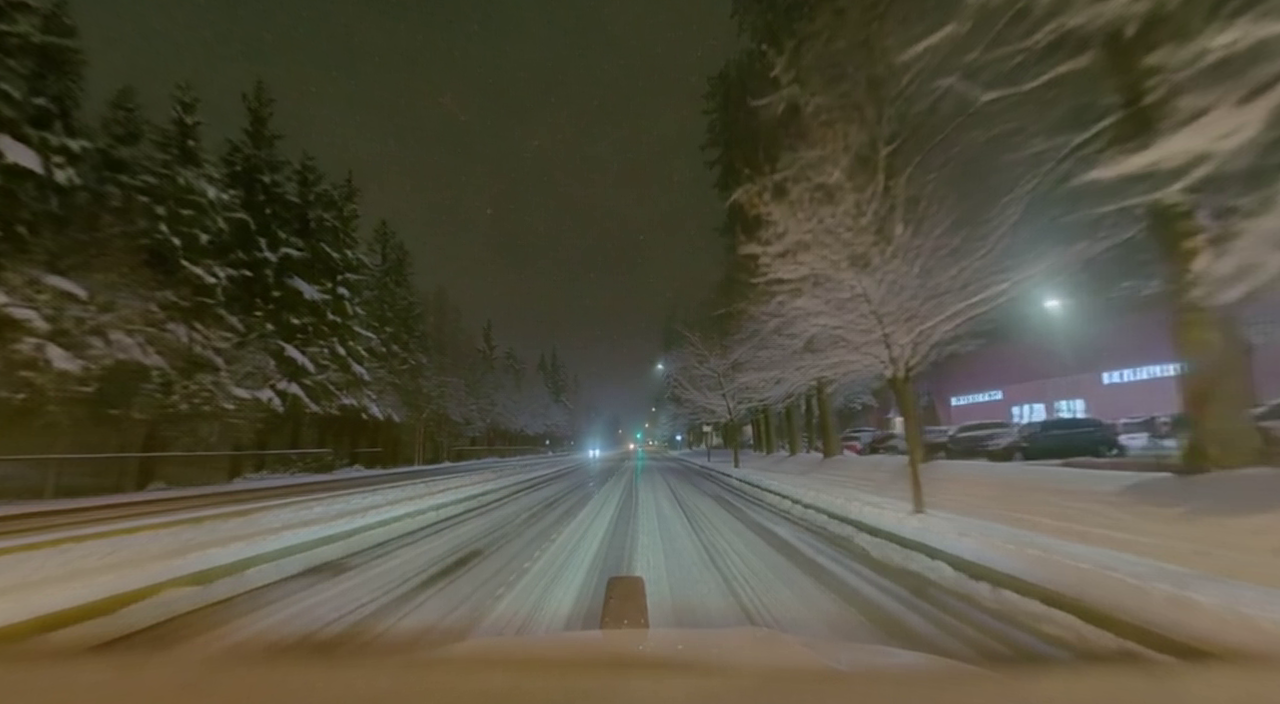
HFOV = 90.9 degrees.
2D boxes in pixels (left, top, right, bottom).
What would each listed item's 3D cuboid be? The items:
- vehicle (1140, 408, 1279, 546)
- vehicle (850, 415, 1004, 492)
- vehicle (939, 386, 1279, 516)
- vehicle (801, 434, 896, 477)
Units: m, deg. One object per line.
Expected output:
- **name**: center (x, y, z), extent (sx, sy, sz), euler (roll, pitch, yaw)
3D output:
- **vehicle**: center (7.873, 1.229, 6.145), extent (2.056, 1.449, 4.679), euler (-1, -8, -1)
- **vehicle**: center (8.144, 2.951, 18.533), extent (2.235, 1.899, 4.827), euler (-1, -8, 0)
- **vehicle**: center (7.823, 1.829, 11.498), extent (2.043, 1.791, 5.339), euler (0, -10, -1)
- **vehicle**: center (8.096, 4.072, 25.029), extent (1.993, 1.476, 4.821), euler (0, -8, -2)
